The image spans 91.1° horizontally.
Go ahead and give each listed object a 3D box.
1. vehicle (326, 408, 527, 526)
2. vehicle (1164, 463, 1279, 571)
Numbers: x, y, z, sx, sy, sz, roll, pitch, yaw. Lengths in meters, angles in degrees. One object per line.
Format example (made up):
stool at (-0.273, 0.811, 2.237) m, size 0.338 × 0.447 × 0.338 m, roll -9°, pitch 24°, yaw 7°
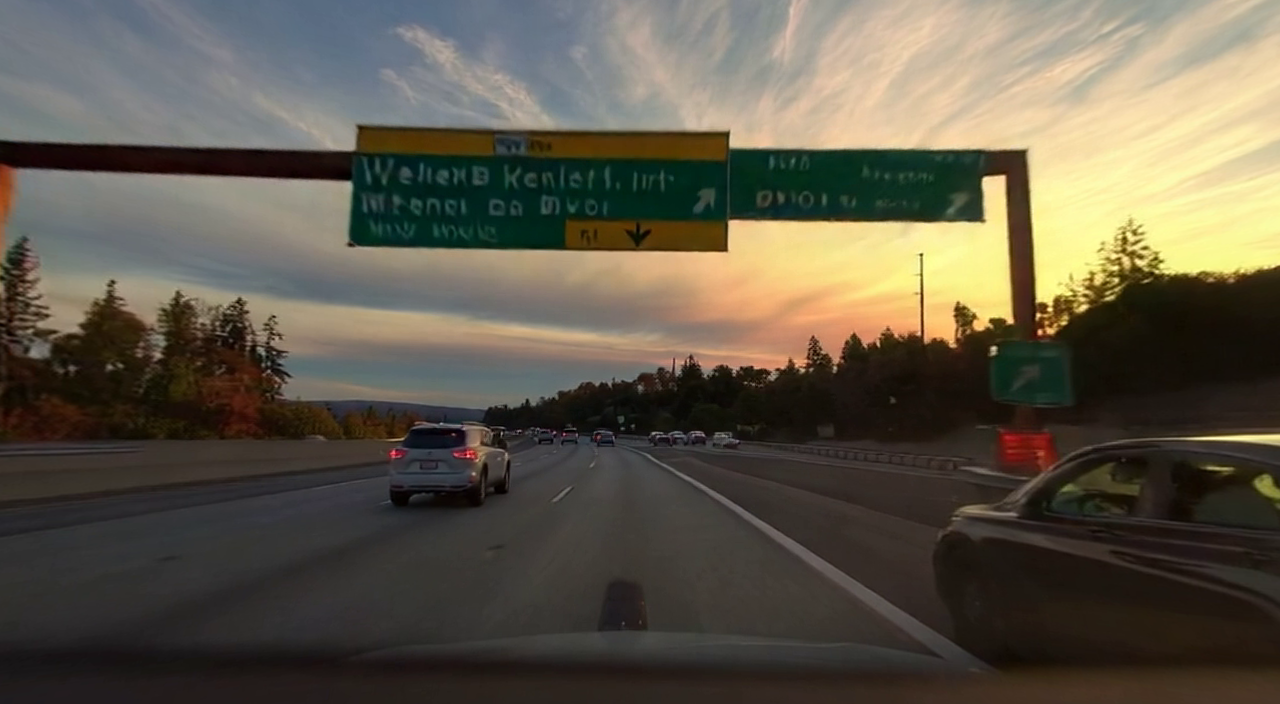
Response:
vehicle at (-3.708, 2.120, 12.120) m, size 2.142 × 1.789 × 5.009 m, roll 0°, pitch -8°, yaw 0°
vehicle at (13.391, 3.145, 11.652) m, size 2.179 × 1.976 × 5.545 m, roll 1°, pitch -8°, yaw -5°
